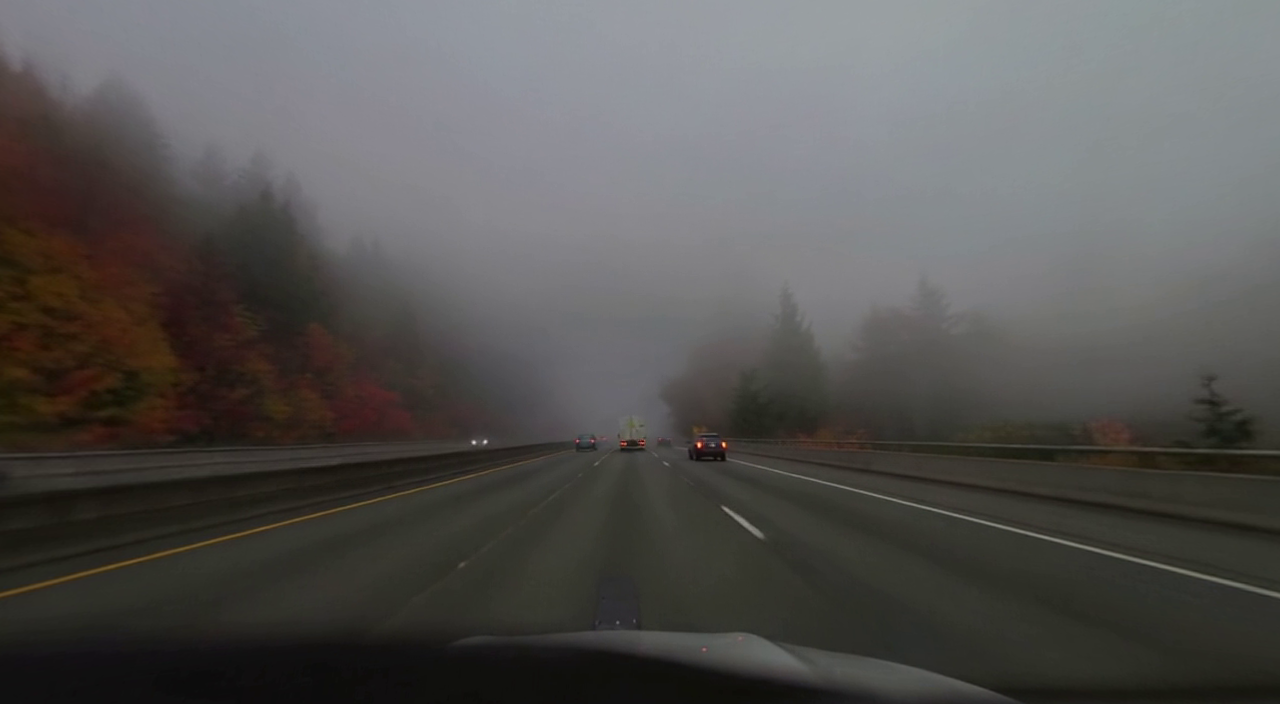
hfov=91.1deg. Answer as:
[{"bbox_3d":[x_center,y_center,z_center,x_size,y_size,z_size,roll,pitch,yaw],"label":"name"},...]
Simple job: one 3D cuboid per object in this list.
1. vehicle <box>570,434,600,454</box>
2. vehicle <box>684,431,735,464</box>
[{"bbox_3d":[-4.183,7.029,48.188,2.027,1.501,3.920,0,-8,-1],"label":"vehicle"},{"bbox_3d":[3.329,4.673,30.953,1.882,1.492,3.958,0,-8,-2],"label":"vehicle"}]
